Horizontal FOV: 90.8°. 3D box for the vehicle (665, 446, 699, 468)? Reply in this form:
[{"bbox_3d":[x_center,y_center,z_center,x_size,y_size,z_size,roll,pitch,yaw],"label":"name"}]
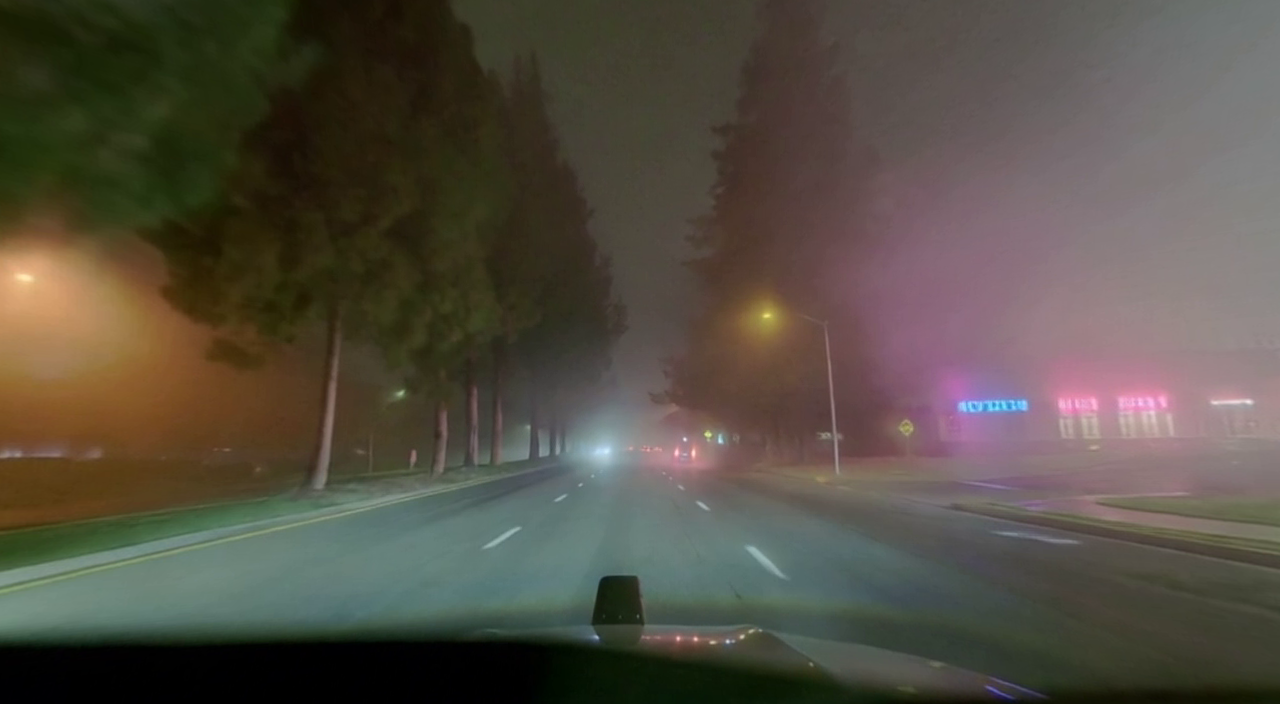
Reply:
[{"bbox_3d":[3.060,7.714,46.522,2.033,1.482,4.571,1,-9,-2],"label":"vehicle"}]
